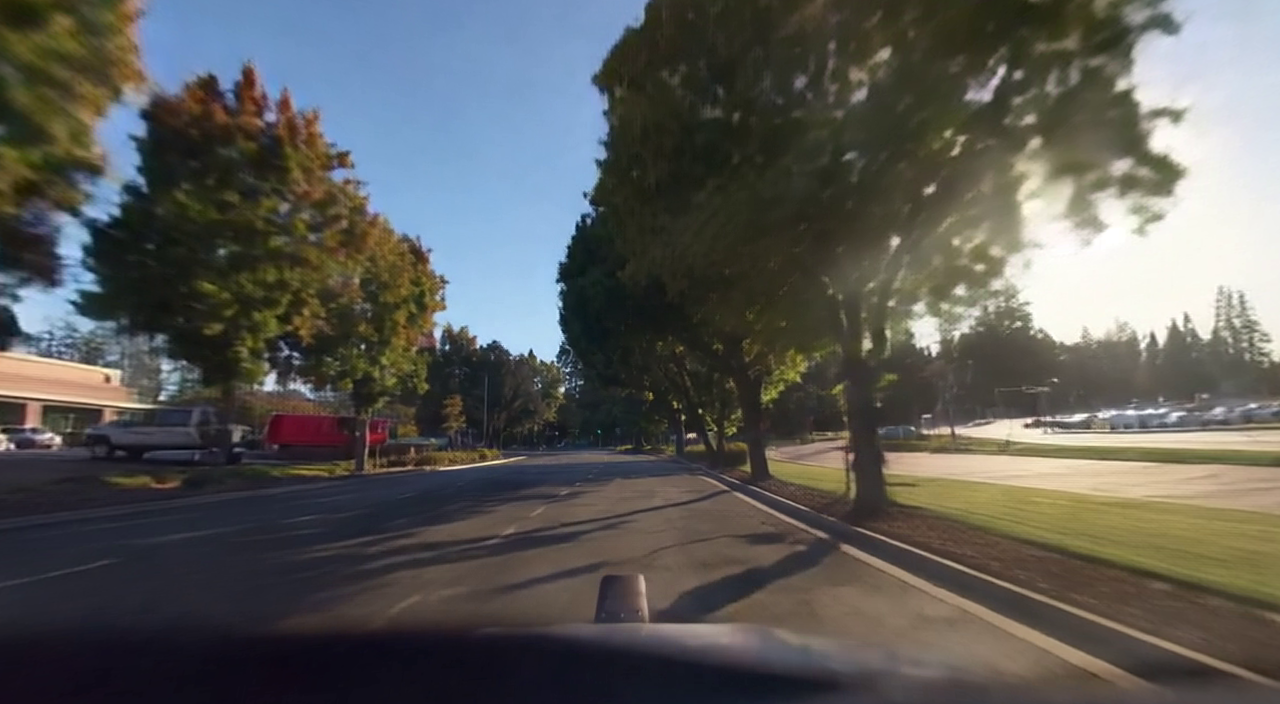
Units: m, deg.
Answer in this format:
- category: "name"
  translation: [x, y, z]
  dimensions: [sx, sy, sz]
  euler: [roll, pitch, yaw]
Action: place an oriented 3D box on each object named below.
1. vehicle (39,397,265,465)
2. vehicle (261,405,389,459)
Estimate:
- category: "vehicle"
  translation: [-19.590, 3.228, 25.743]
  dimensions: [6.919, 2.613, 2.356]
  euler: [0, -9, -4]
- category: "vehicle"
  translation: [-19.764, 5.098, 39.924]
  dimensions: [6.595, 3.267, 2.535]
  euler: [0, -8, 0]
